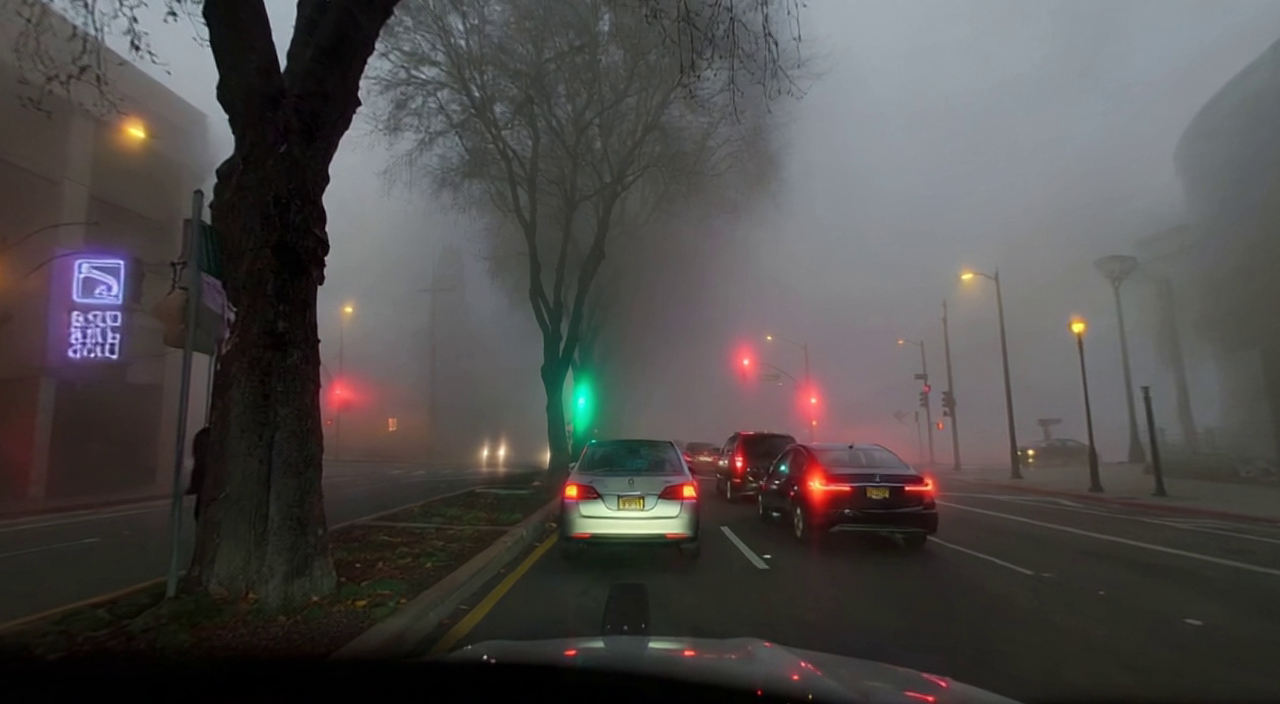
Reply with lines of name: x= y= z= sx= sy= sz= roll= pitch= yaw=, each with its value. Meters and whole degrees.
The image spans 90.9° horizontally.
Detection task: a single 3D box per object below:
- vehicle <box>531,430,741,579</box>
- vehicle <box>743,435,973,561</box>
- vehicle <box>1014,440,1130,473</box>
vehicle: x=-0.086 y=1.828 z=8.421 sx=2.087 sy=1.456 sz=4.143 roll=0 pitch=-8 yaw=-1
vehicle: x=2.913 y=2.031 z=9.583 sx=1.893 sy=1.446 sz=4.270 roll=0 pitch=-8 yaw=-1
vehicle: x=22.832 y=5.525 z=33.458 sx=4.610 sy=1.622 sz=1.934 roll=-1 pitch=-8 yaw=4
